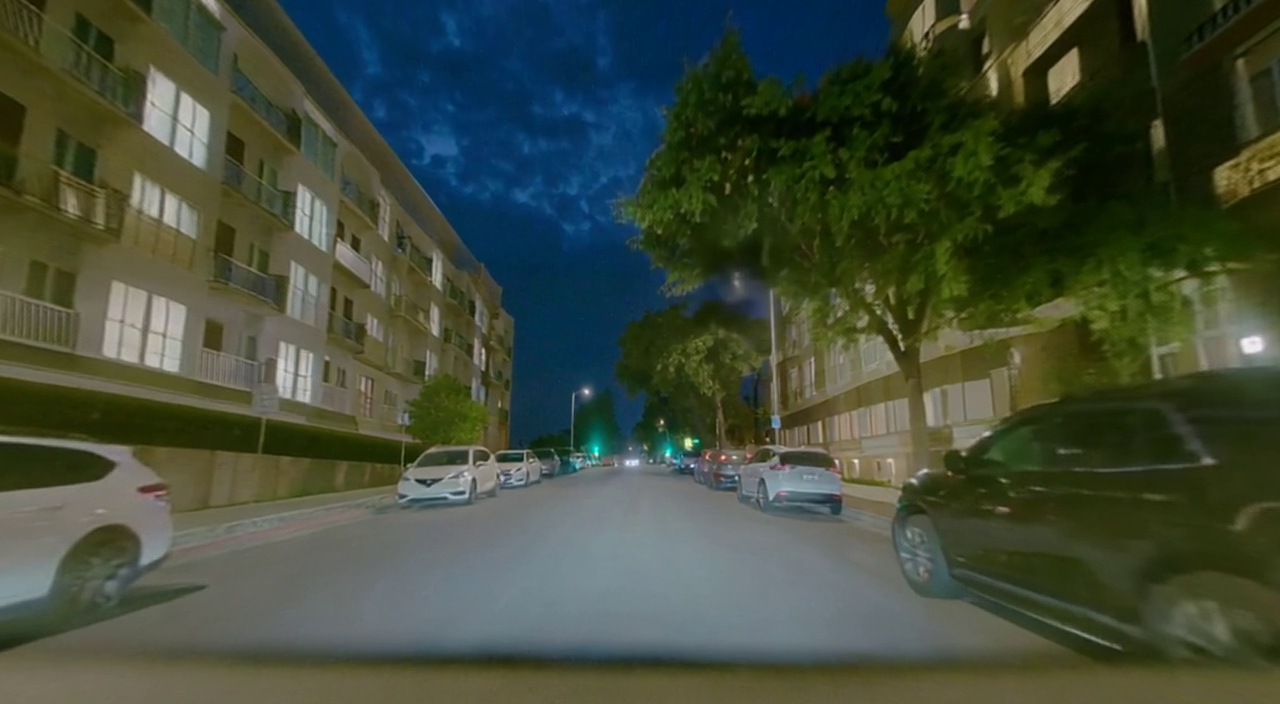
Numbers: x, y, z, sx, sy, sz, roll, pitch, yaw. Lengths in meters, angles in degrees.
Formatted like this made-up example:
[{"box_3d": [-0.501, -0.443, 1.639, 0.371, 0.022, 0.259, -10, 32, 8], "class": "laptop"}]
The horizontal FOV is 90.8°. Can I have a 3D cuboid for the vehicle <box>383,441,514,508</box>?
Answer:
[{"box_3d": [-5.576, 3.629, 19.308, 2.222, 1.735, 5.215, -1, -8, 2], "class": "vehicle"}]

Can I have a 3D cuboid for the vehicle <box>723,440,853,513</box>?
[{"box_3d": [3.824, 3.309, 17.448, 2.187, 1.699, 5.038, 0, -8, -2], "class": "vehicle"}]

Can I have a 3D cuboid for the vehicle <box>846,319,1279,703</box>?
[{"box_3d": [3.945, 1.213, 4.922, 2.473, 1.895, 6.050, 0, -10, -2], "class": "vehicle"}]

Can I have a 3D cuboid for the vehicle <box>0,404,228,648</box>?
[{"box_3d": [-5.650, 1.178, 4.045, 2.122, 1.722, 5.662, -1, -9, 1], "class": "vehicle"}]
